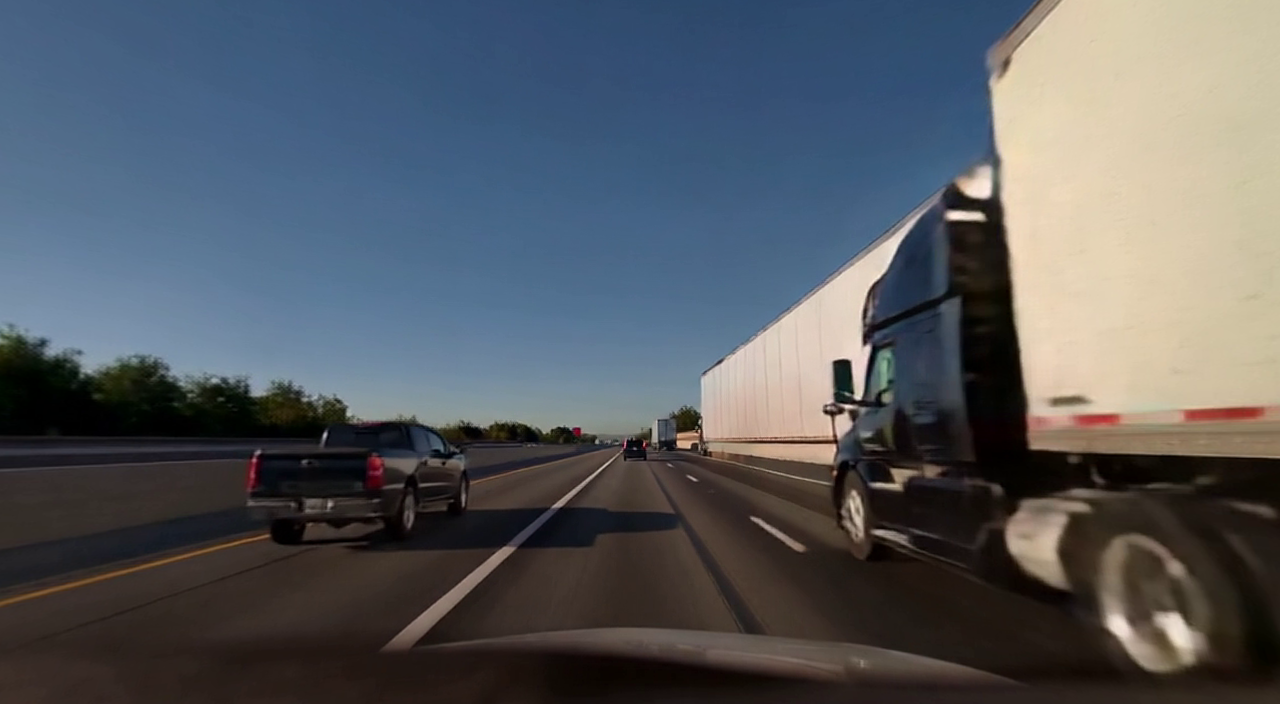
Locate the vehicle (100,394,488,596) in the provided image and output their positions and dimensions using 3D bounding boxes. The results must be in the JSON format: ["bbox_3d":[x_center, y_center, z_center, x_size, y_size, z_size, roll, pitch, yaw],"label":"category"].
[{"bbox_3d":[-3.612,1.586,7.875,2.326,1.761,4.450,0,-8,0],"label":"vehicle"}]

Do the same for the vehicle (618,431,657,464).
[{"bbox_3d":[-0.206,6.390,42.288,2.456,2.007,4.728,0,-8,-2],"label":"vehicle"}]
